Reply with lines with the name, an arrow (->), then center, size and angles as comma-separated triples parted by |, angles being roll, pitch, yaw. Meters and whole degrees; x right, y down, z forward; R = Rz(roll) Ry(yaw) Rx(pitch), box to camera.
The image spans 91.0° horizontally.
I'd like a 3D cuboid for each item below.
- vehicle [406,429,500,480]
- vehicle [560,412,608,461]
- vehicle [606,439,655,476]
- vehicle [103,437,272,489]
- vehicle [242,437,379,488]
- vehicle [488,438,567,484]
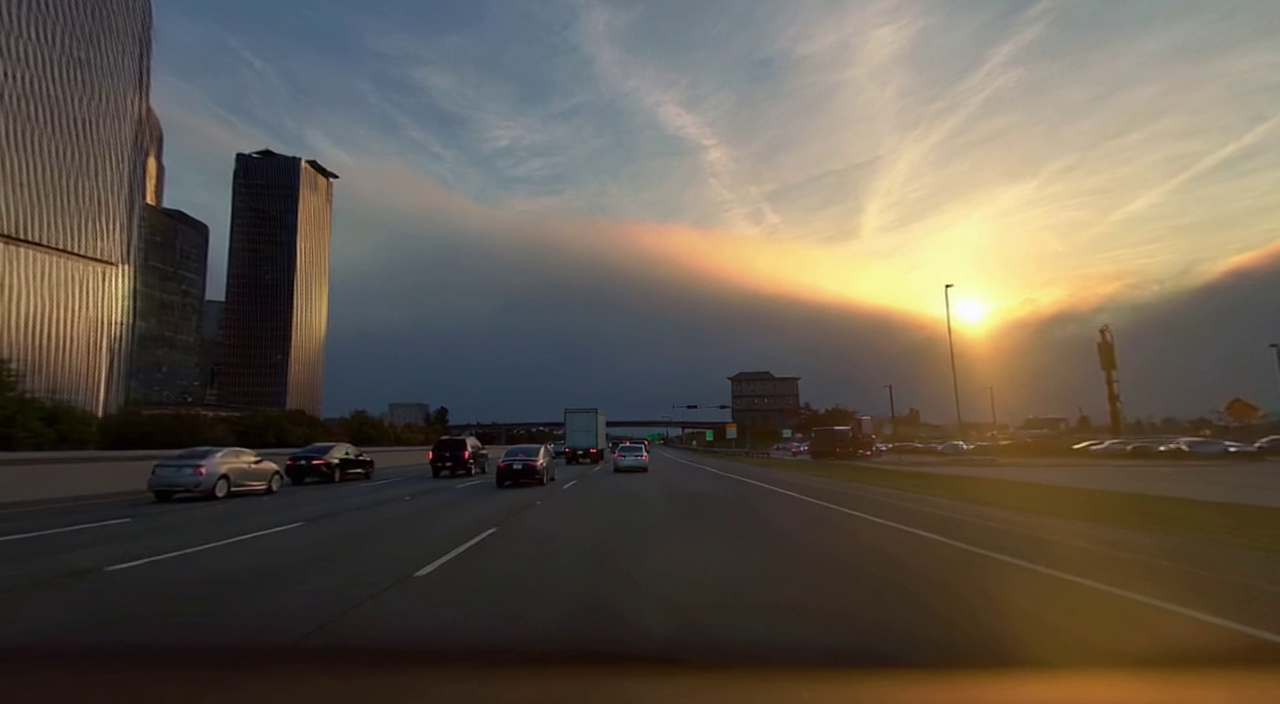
vehicle -> -7.287, 4.063, 25.184 | 2.190, 1.821, 4.800 | 0, -8, 1
vehicle -> -4.080, 6.460, 47.652 | 2.955, 3.359, 8.322 | 0, -8, -1
vehicle -> -0.397, 4.650, 27.952 | 1.991, 1.488, 3.922 | 0, -8, 0
vehicle -> -14.557, 3.579, 20.692 | 1.948, 1.483, 4.814 | 0, -8, 0
vehicle -> -10.800, 3.643, 21.125 | 1.987, 1.495, 4.710 | 0, -8, 1
vehicle -> -3.989, 3.923, 23.049 | 2.016, 1.497, 4.235 | 0, -8, 1
